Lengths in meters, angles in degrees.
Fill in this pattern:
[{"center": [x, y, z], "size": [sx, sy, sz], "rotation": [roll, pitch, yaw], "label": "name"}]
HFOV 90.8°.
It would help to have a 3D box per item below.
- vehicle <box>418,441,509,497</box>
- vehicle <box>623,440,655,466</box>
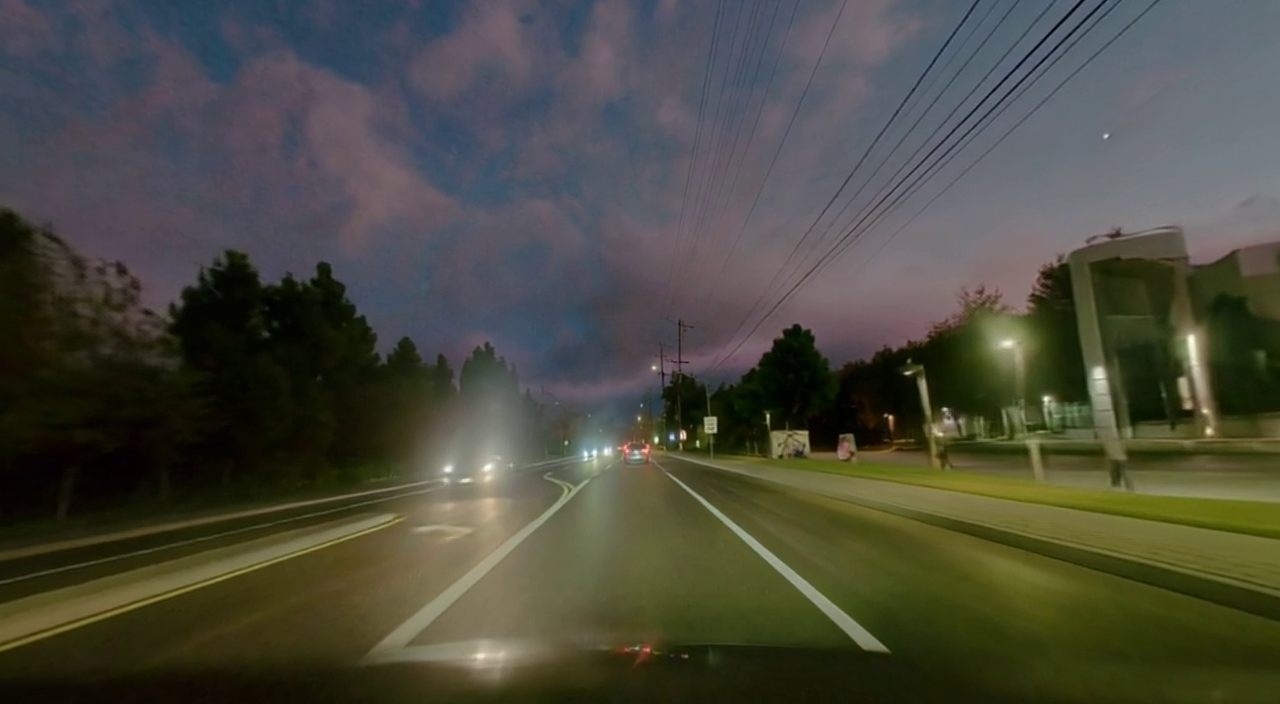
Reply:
[{"center": [-6.011, 3.997, 22.062], "size": [1.960, 1.704, 4.229], "rotation": [-1, -8, 0], "label": "vehicle"}, {"center": [-0.094, 7.121, 44.673], "size": [2.163, 1.746, 4.073], "rotation": [-1, -8, 0], "label": "vehicle"}]
